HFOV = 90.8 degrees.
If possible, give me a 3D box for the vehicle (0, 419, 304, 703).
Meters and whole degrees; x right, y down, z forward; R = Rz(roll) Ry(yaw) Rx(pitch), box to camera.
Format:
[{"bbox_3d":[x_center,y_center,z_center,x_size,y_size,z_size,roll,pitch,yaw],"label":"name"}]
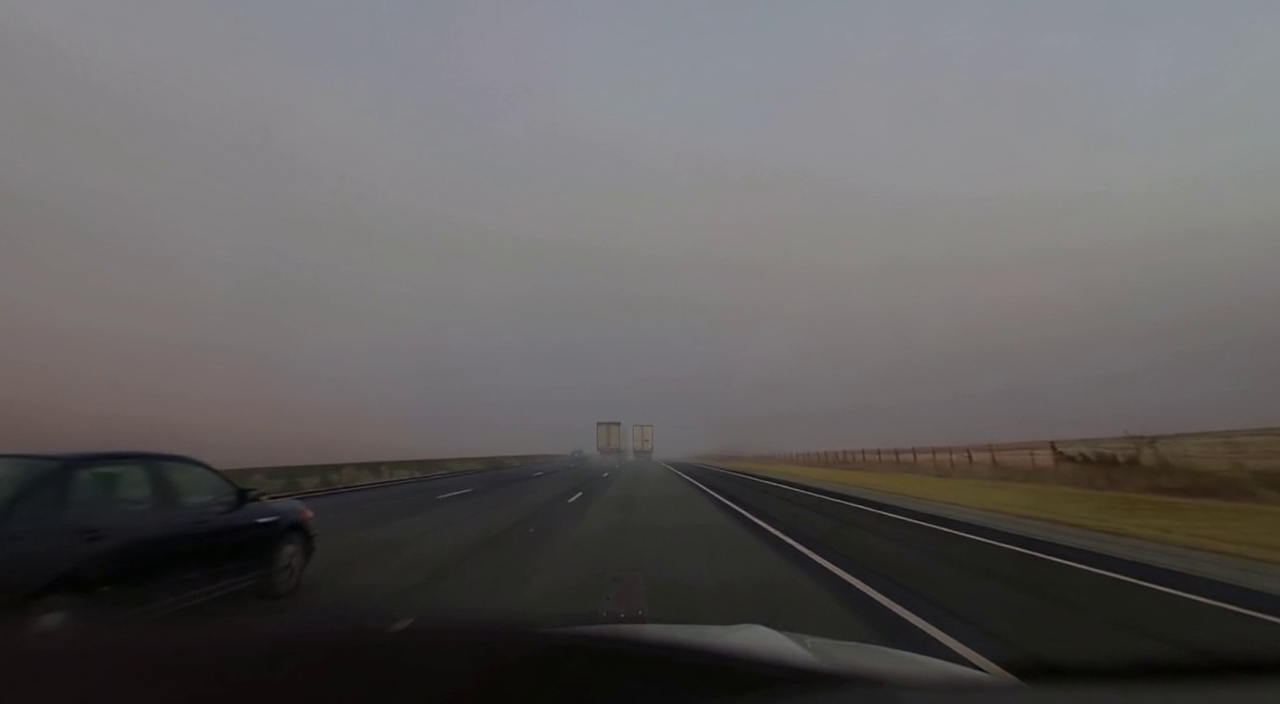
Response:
[{"bbox_3d":[-4.238,1.213,3.803,1.992,1.535,4.406,0,-9,0],"label":"vehicle"}]
